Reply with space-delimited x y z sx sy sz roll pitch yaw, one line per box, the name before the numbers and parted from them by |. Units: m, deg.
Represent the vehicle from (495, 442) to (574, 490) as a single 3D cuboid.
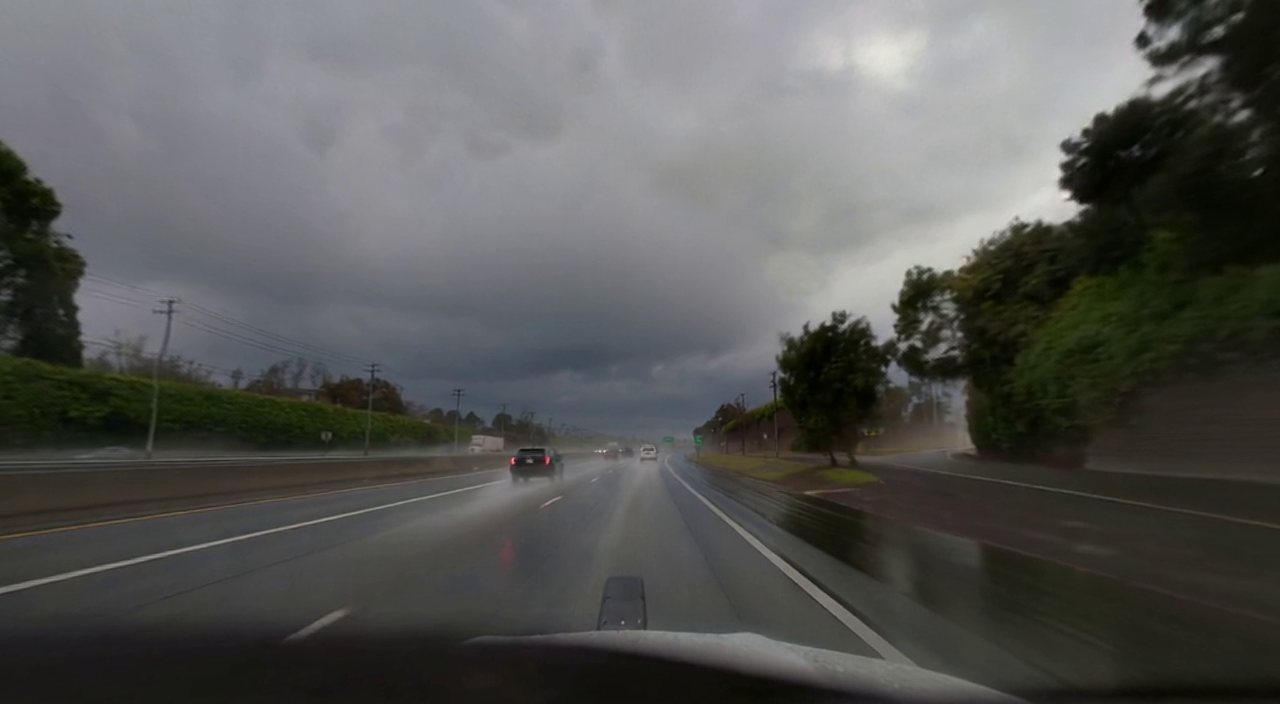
vehicle | -3.982 4.398 24.581 2.263 1.696 4.321 0 -9 1
